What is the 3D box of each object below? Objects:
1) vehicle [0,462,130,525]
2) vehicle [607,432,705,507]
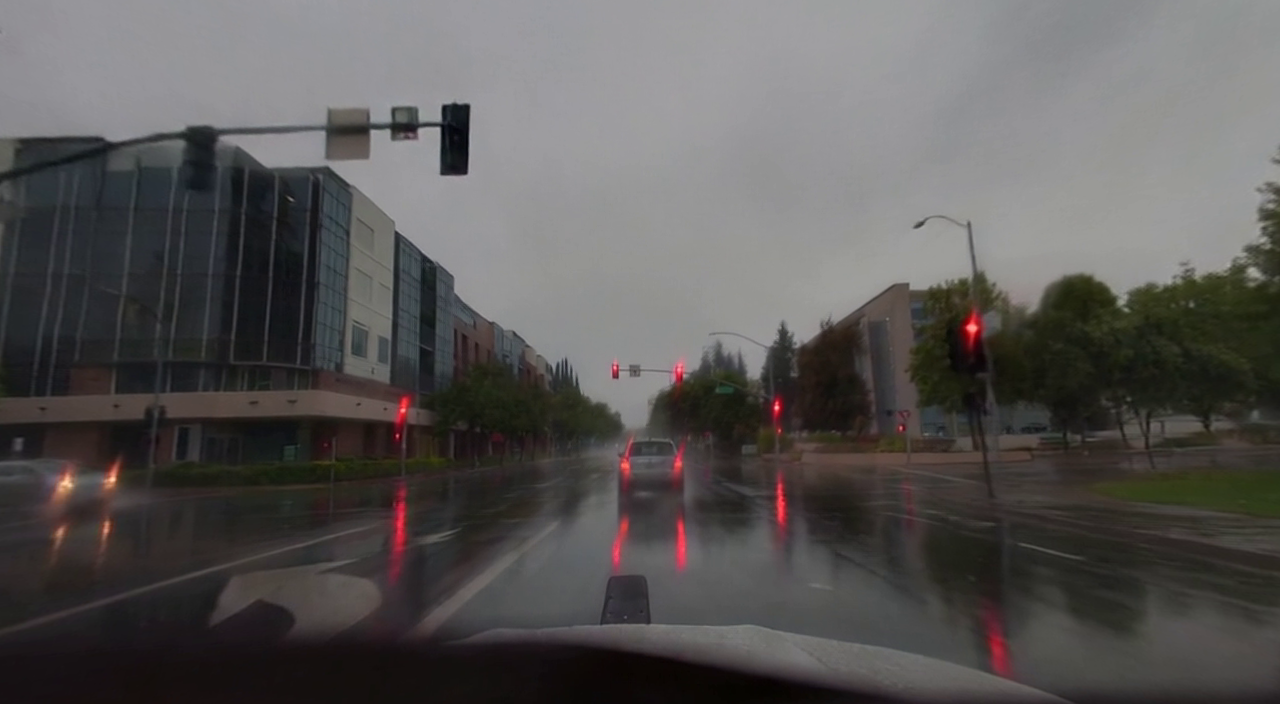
[{"bbox_3d":[-16.820,3.833,17.395,4.494,1.475,1.893,-3,-9,16],"label":"vehicle"},{"bbox_3d":[0.342,2.918,16.122,2.184,1.640,4.086,0,-8,0],"label":"vehicle"}]
